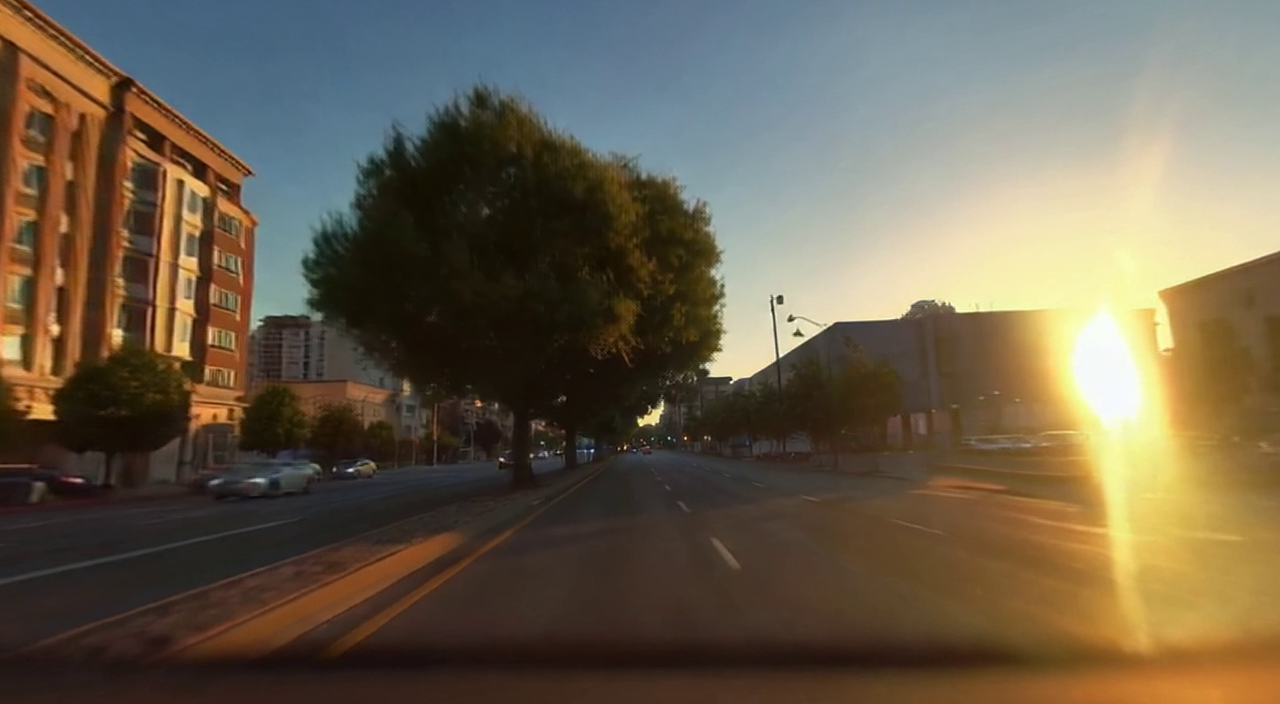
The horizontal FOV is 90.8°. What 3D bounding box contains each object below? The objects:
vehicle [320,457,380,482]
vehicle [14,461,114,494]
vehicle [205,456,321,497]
[{"bbox_3d":[-19.986,8.084,43.750,1.870,1.486,5.031,-1,-8,-1],"label":"vehicle"},{"bbox_3d":[-30.206,6.575,33.204,3.637,1.430,1.636,-2,-9,-1],"label":"vehicle"},{"bbox_3d":[-15.741,5.203,26.743,1.963,1.500,4.700,0,-9,1],"label":"vehicle"}]
